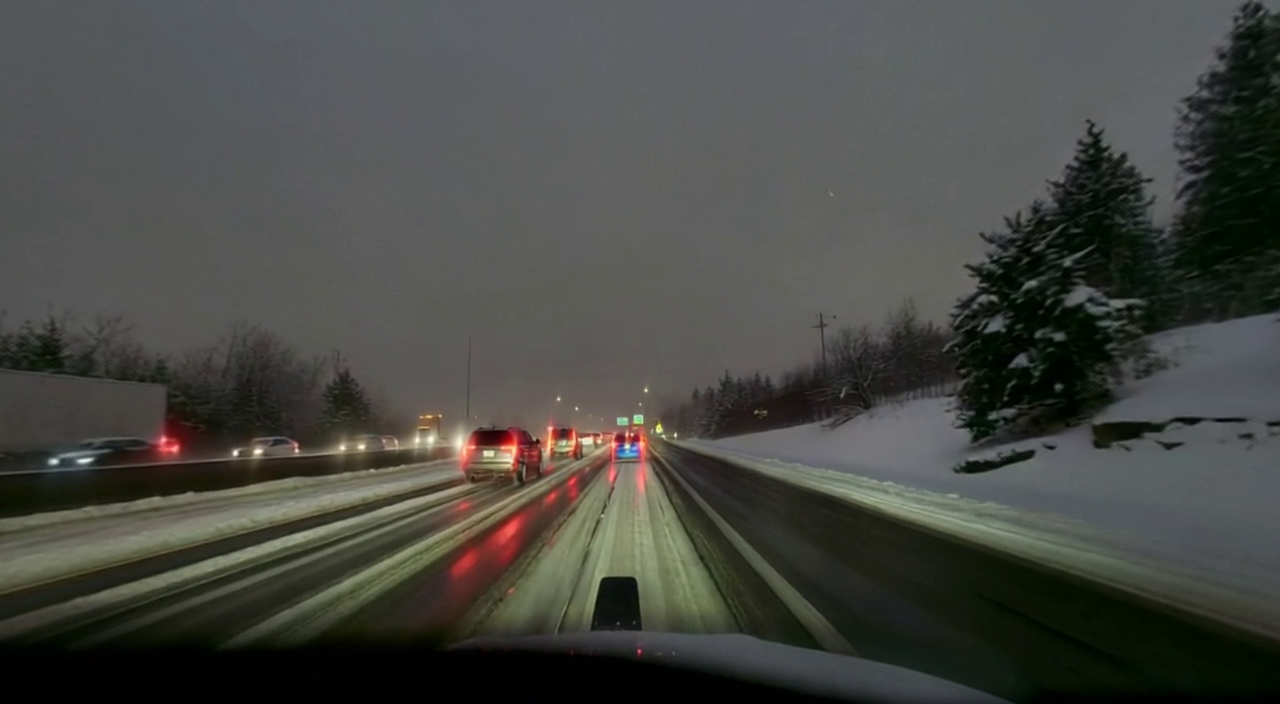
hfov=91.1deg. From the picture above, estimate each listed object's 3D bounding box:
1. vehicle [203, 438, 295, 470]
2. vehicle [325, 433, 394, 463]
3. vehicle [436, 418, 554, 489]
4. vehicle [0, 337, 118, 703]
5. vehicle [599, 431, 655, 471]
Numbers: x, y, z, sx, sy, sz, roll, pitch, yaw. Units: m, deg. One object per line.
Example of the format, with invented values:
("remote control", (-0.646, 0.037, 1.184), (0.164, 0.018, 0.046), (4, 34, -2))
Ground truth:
("vehicle", (-19.485, 5.049, 31.539), (1.864, 1.483, 4.219), (0, -8, 1))
("vehicle", (-15.576, 5.338, 35.158), (1.982, 1.516, 4.137), (0, -8, 0))
("vehicle", (-3.843, 2.782, 17.629), (2.154, 1.690, 4.595), (0, -8, 1))
("vehicle", (-3.810, 0.579, 1.090), (2.107, 1.703, 4.274), (0, -8, 0))
("vehicle", (-0.483, 3.882, 24.902), (2.070, 1.452, 3.834), (0, -8, 0))
